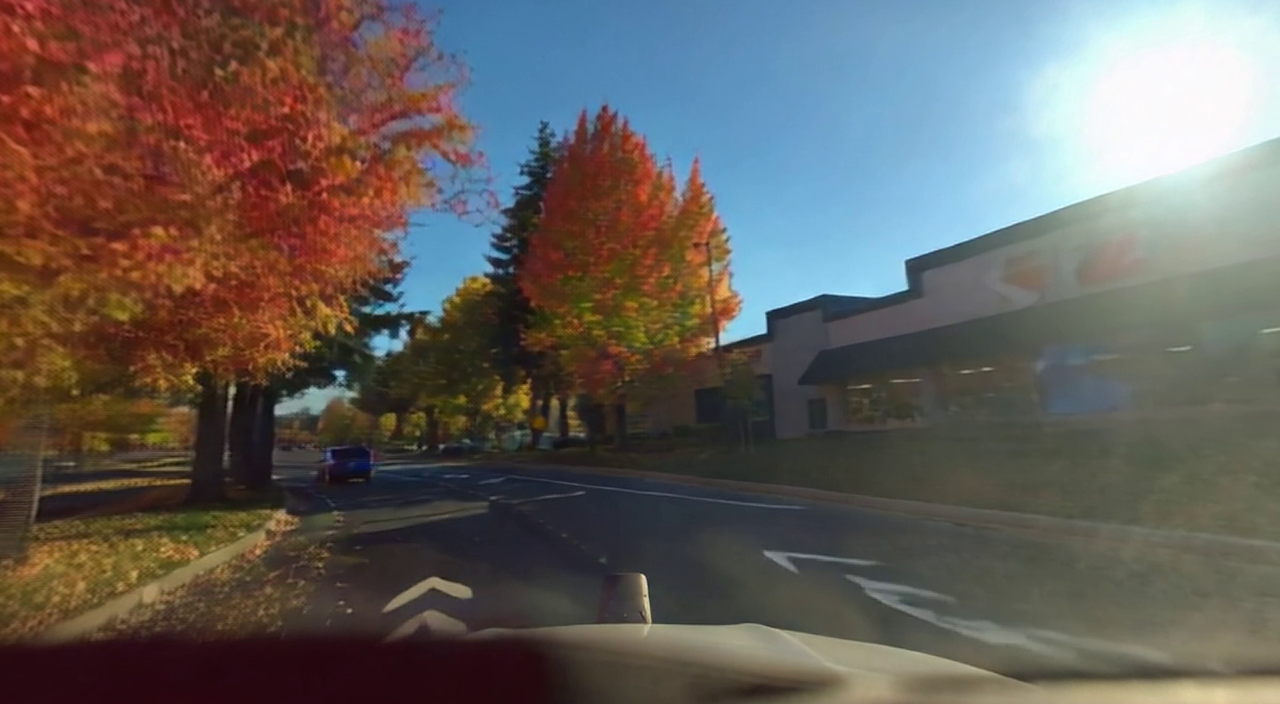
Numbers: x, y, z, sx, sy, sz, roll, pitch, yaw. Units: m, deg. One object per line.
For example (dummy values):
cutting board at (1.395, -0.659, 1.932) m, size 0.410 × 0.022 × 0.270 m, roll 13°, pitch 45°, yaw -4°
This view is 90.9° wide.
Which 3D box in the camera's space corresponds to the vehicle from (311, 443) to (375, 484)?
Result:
vehicle at (-14.817, 5.430, 31.267) m, size 2.146 × 1.814 × 5.110 m, roll 5°, pitch -10°, yaw -32°
